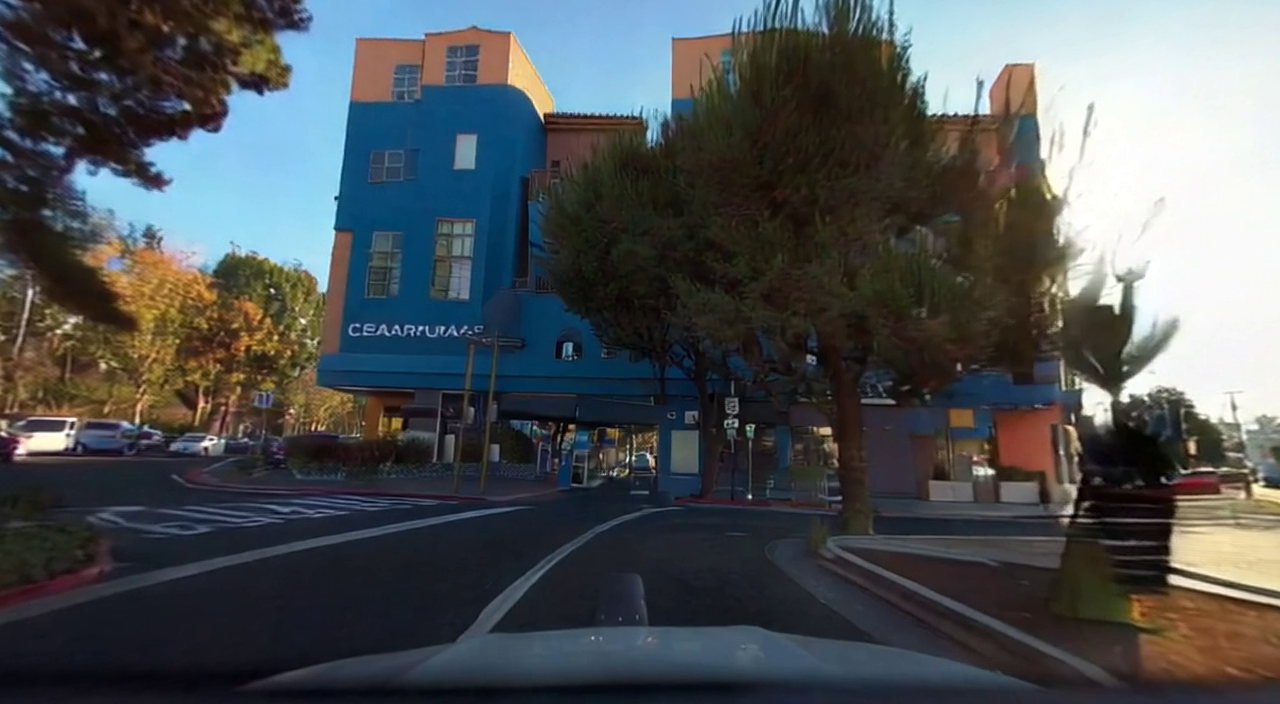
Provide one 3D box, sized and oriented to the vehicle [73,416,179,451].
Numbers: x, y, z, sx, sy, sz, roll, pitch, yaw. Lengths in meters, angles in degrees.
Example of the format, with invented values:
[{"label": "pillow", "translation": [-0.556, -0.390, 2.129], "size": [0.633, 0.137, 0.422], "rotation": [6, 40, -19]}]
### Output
[{"label": "vehicle", "translation": [-25.113, 4.013, 30.935], "size": [1.870, 1.563, 4.039], "rotation": [0, -8, -2]}]
